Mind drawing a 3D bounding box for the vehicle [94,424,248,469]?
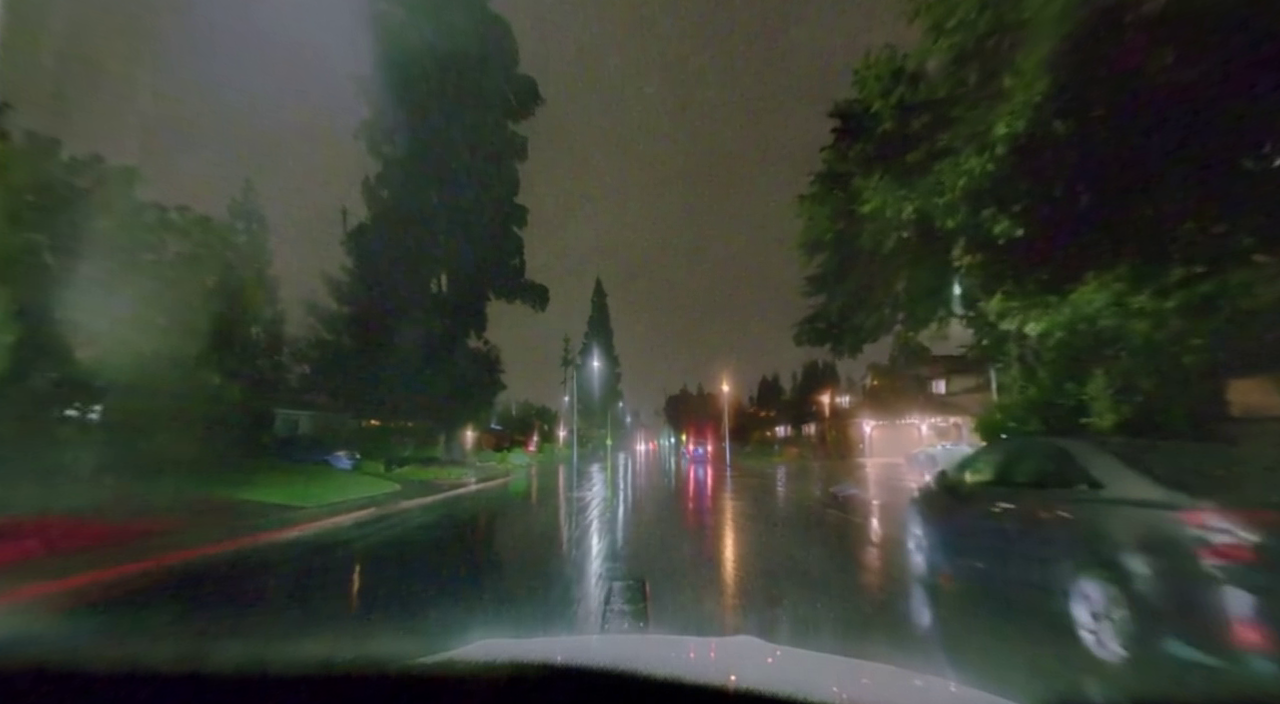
[{"bbox_3d":[-18.458,3.751,24.971,4.530,1.678,1.994,-1,-8,2],"label":"vehicle"}]

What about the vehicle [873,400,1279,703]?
[{"bbox_3d":[3.663,1.295,4.673,1.928,1.567,4.900,0,-9,-1],"label":"vehicle"}]

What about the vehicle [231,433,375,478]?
[{"bbox_3d":[-13.191,4.076,24.909,4.543,1.691,1.957,0,-9,0],"label":"vehicle"}]

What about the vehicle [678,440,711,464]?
[{"bbox_3d":[4.130,7.668,48.383,2.046,1.760,4.570,0,-9,-1],"label":"vehicle"}]
